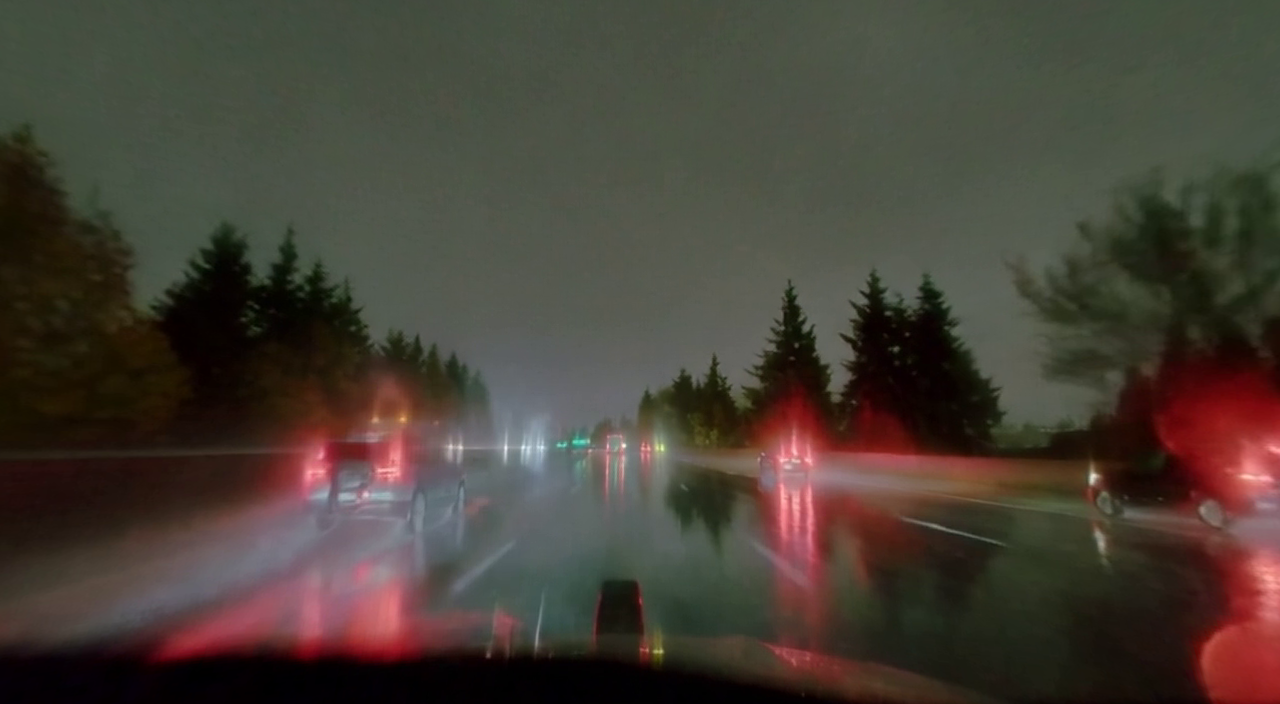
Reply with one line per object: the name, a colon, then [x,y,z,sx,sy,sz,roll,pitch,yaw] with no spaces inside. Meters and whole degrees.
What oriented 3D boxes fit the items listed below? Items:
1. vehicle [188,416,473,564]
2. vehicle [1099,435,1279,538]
vehicle: [-3.956,1.836,8.945,2.071,1.615,3.868,0,-9,0]
vehicle: [10.081,2.158,10.467,1.853,1.463,3.780,0,-9,-1]
